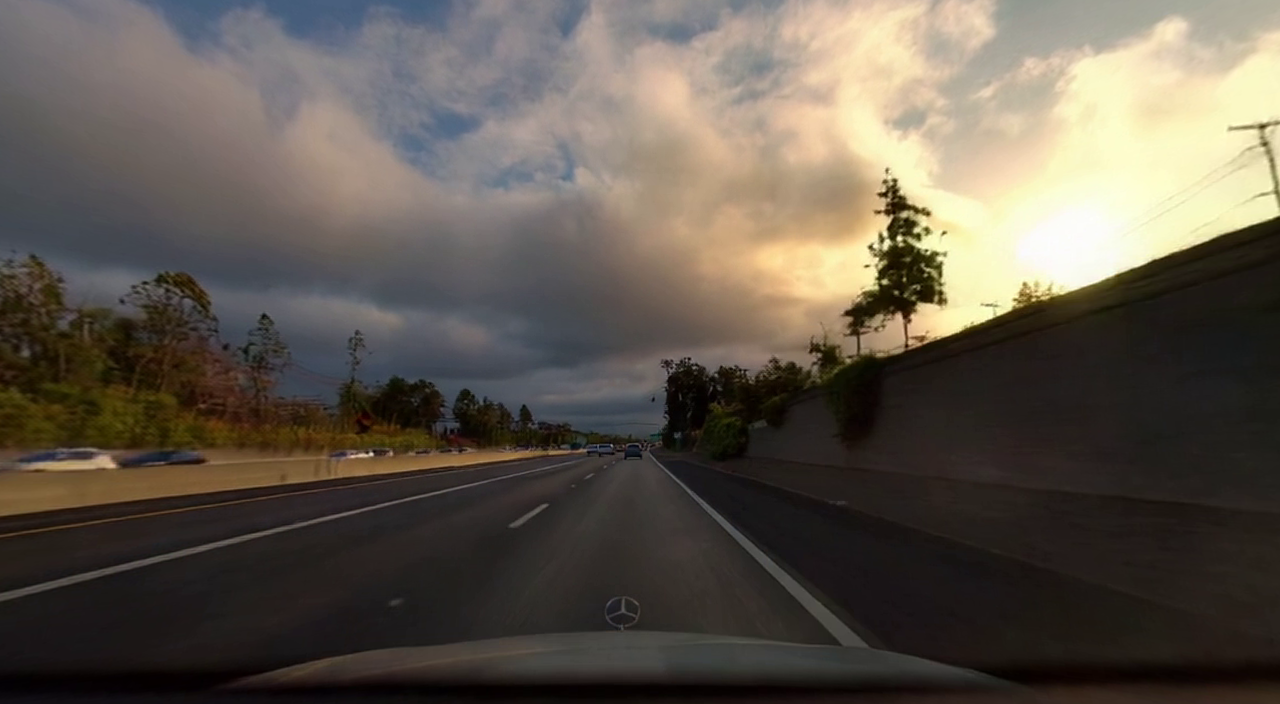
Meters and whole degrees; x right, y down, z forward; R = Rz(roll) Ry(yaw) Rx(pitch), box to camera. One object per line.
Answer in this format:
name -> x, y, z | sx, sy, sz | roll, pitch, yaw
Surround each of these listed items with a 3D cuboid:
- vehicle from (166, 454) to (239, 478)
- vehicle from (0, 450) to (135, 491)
vehicle -> -30.061, 7.832, 43.422 | 1.816, 1.491, 4.424 | 0, -9, 0
vehicle -> -25.724, 5.261, 28.392 | 1.995, 1.653, 4.667 | 0, -9, 0
